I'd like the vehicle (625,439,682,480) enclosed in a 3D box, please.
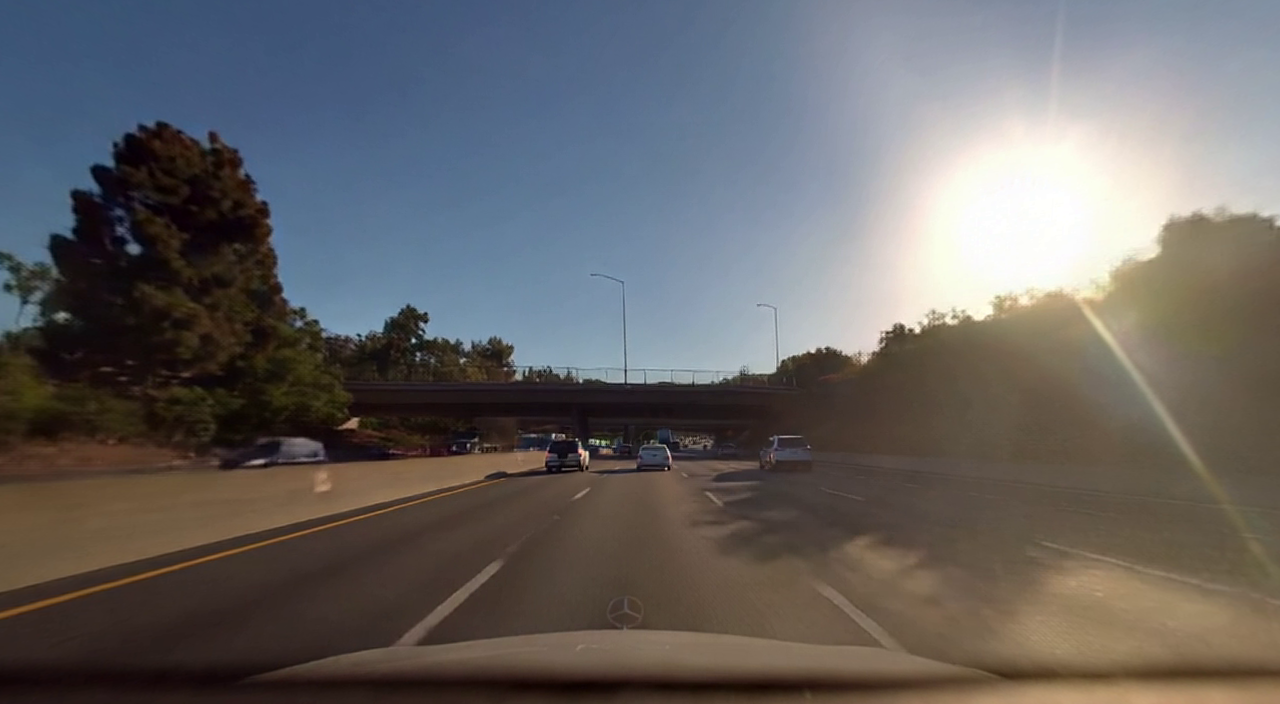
[{"bbox_3d":[0.527,4.242,25.140,2.071,1.464,4.162,0,-8,1],"label":"vehicle"}]

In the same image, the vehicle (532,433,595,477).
[{"bbox_3d":[-3.248,4.490,27.709,2.140,1.720,4.410,0,-8,1],"label":"vehicle"}]

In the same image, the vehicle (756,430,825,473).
[{"bbox_3d":[7.216,4.855,30.894,2.094,1.916,5.099,0,-8,0],"label":"vehicle"}]

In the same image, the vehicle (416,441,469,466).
[{"bbox_3d":[-15.289,7.881,49.214,2.186,1.863,5.744,0,-8,1],"label":"vehicle"}]

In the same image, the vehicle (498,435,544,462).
[{"bbox_3d":[-8.736,7.157,46.949,2.251,1.900,5.551,0,-8,1],"label":"vehicle"}]

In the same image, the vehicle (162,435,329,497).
[{"bbox_3d":[-12.170,3.517,19.995,1.915,1.675,5.092,0,-8,1],"label":"vehicle"}]
